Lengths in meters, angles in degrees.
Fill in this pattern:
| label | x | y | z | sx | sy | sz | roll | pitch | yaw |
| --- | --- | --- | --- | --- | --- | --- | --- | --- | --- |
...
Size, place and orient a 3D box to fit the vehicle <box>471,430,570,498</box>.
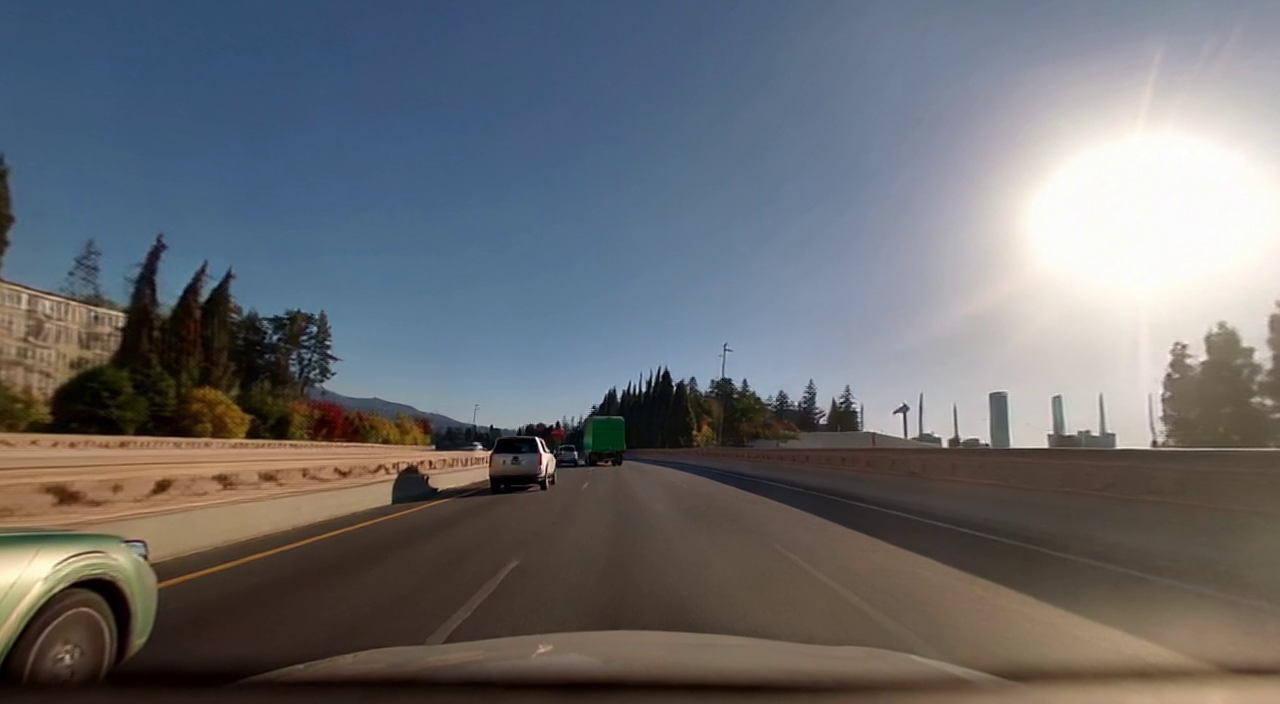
| label | x | y | z | sx | sy | sz | roll | pitch | yaw |
| --- | --- | --- | --- | --- | --- | --- | --- | --- | --- |
| vehicle | -3.305 | 3.218 | 18.421 | 2.041 | 1.734 | 4.391 | 0 | -9 | 0 |
